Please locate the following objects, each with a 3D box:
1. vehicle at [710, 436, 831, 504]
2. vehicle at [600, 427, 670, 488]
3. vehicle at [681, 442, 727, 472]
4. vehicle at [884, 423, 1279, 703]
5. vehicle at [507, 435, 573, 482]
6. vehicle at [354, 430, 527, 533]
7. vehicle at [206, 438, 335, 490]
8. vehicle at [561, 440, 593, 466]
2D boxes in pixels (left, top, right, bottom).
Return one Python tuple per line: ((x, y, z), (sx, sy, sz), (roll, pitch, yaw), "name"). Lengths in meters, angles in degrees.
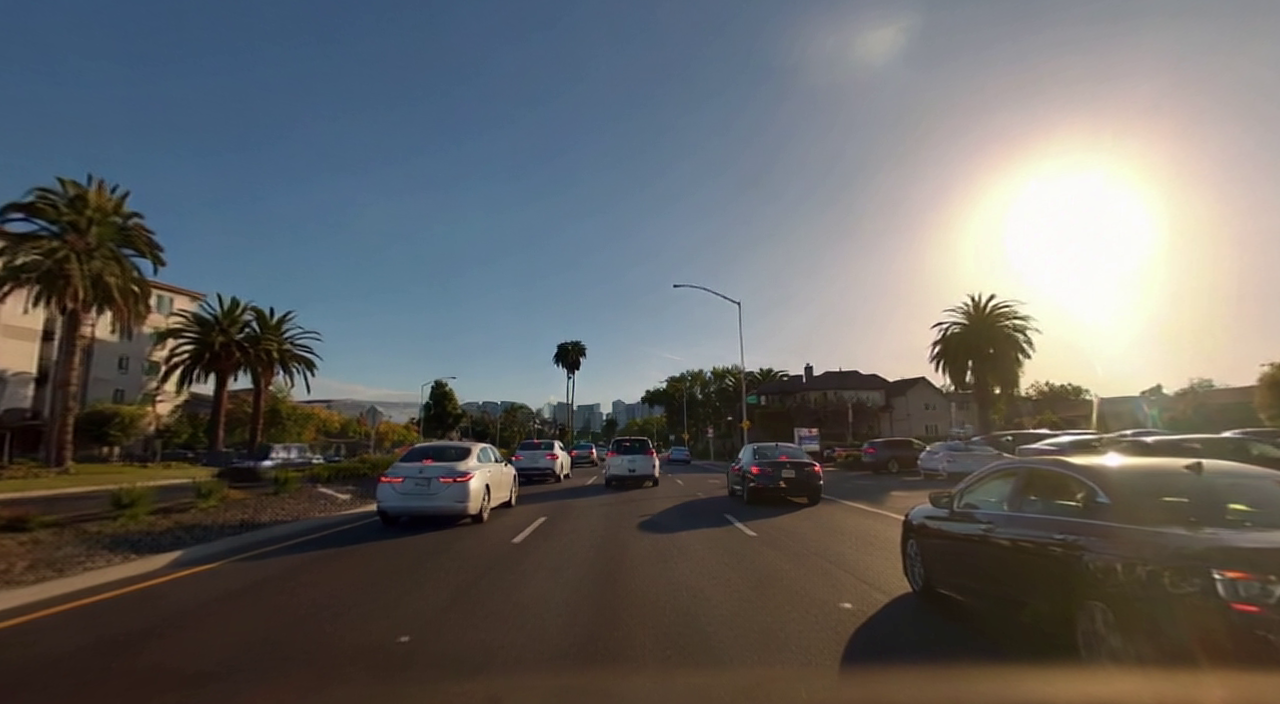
((3.117, 2.912, 16.115), (1.977, 1.480, 4.589), (0, -8, -2), "vehicle")
((-0.154, 3.556, 21.626), (2.164, 1.867, 4.254), (0, -8, 0), "vehicle")
((3.319, 5.545, 33.367), (1.880, 1.476, 3.932), (0, -8, -2), "vehicle")
((3.621, 1.306, 4.578), (1.867, 1.448, 4.436), (0, -8, -1), "vehicle")
((-3.896, 4.195, 25.197), (1.932, 1.695, 4.235), (0, -8, 0), "vehicle")
((-3.353, 2.234, 11.517), (1.864, 1.505, 4.202), (0, -8, -1), "vehicle")
((-13.905, 4.211, 24.087), (2.113, 1.772, 4.591), (0, -8, 0), "vehicle")
((-4.213, 6.832, 42.688), (1.871, 1.673, 3.920), (0, -8, -1), "vehicle")
